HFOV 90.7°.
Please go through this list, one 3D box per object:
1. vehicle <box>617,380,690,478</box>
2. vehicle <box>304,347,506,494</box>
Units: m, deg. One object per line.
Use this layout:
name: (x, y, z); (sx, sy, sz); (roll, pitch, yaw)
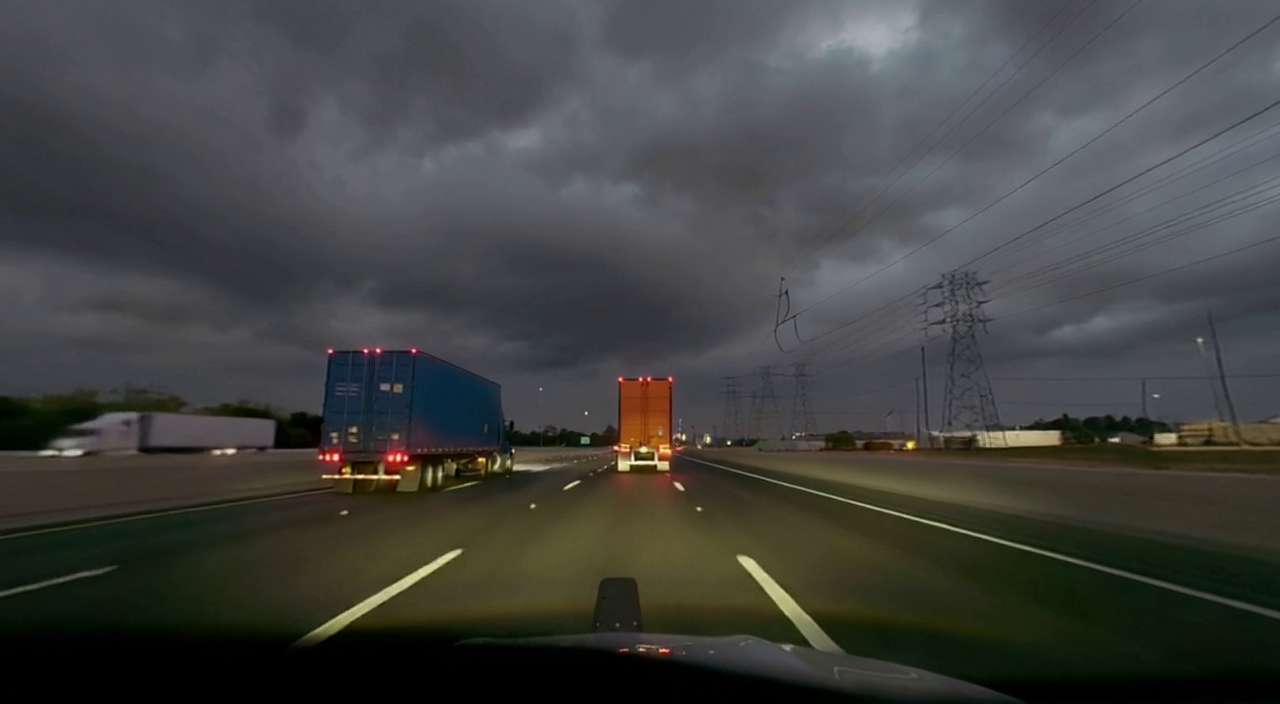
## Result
vehicle: (0.485, 3.799, 30.149); (2.858, 3.847, 10.034); (0, -9, -1)
vehicle: (-7.547, 2.652, 22.830); (2.937, 3.981, 11.119); (-1, -8, 0)
